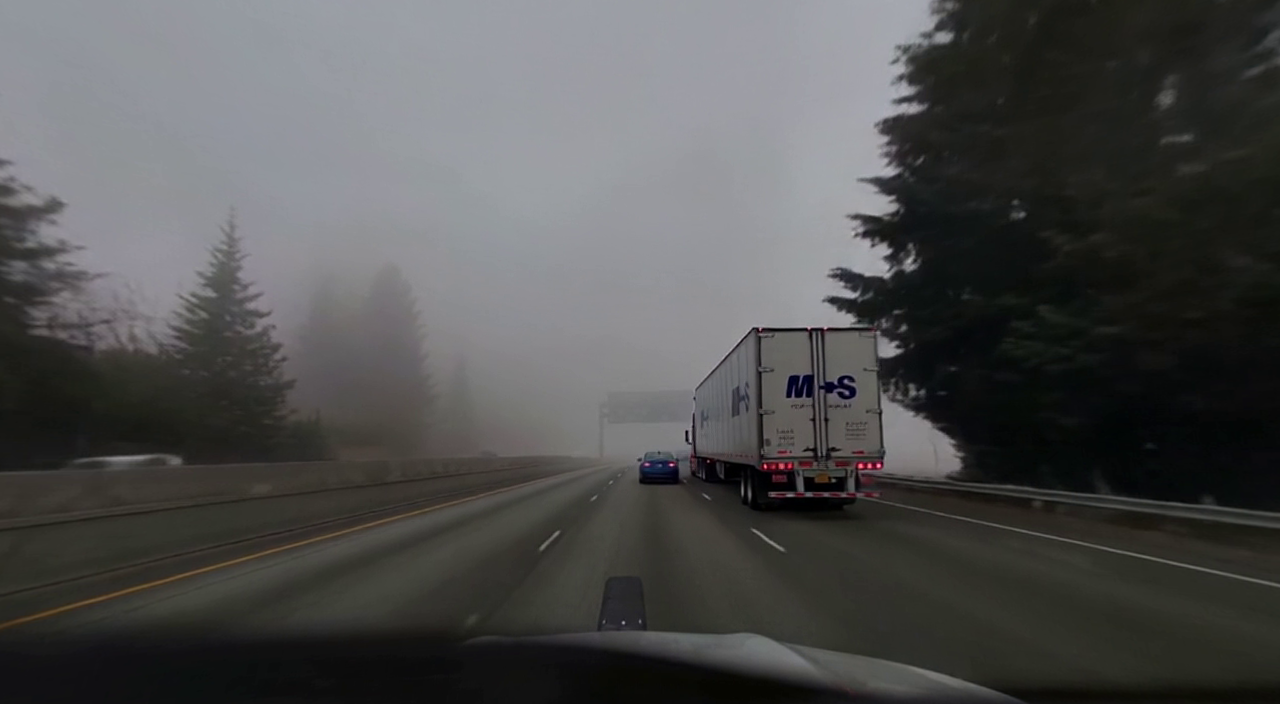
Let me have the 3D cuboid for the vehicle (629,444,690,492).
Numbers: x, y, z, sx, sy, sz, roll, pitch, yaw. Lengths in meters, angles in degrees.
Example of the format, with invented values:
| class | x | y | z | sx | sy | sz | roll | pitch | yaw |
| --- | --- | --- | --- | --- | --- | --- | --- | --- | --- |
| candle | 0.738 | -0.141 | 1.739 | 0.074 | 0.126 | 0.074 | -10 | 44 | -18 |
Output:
| class | x | y | z | sx | sy | sz | roll | pitch | yaw |
| --- | --- | --- | --- | --- | --- | --- | --- | --- | --- |
| vehicle | 0.639 | 4.330 | 23.857 | 2.121 | 1.642 | 3.828 | 0 | -9 | -1 |

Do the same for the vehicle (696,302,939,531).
| class | x | y | z | sx | sy | sz | roll | pitch | yaw |
| --- | --- | --- | --- | --- | --- | --- | --- | --- | --- |
| vehicle | 3.773 | 2.183 | 18.384 | 3.002 | 4.104 | 14.174 | 0 | -9 | 0 |

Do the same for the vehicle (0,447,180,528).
| class | x | y | z | sx | sy | sz | roll | pitch | yaw |
| --- | --- | --- | --- | --- | --- | --- | --- | --- | --- |
| vehicle | -13.526 | 3.087 | 14.975 | 1.941 | 1.602 | 4.247 | 0 | -9 | 0 |

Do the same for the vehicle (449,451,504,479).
| class | x | y | z | sx | sy | sz | roll | pitch | yaw |
| --- | --- | --- | --- | --- | --- | --- | --- | --- | --- |
| vehicle | -9.388 | 6.494 | 36.566 | 1.912 | 1.502 | 4.283 | 0 | -9 | 2 |
